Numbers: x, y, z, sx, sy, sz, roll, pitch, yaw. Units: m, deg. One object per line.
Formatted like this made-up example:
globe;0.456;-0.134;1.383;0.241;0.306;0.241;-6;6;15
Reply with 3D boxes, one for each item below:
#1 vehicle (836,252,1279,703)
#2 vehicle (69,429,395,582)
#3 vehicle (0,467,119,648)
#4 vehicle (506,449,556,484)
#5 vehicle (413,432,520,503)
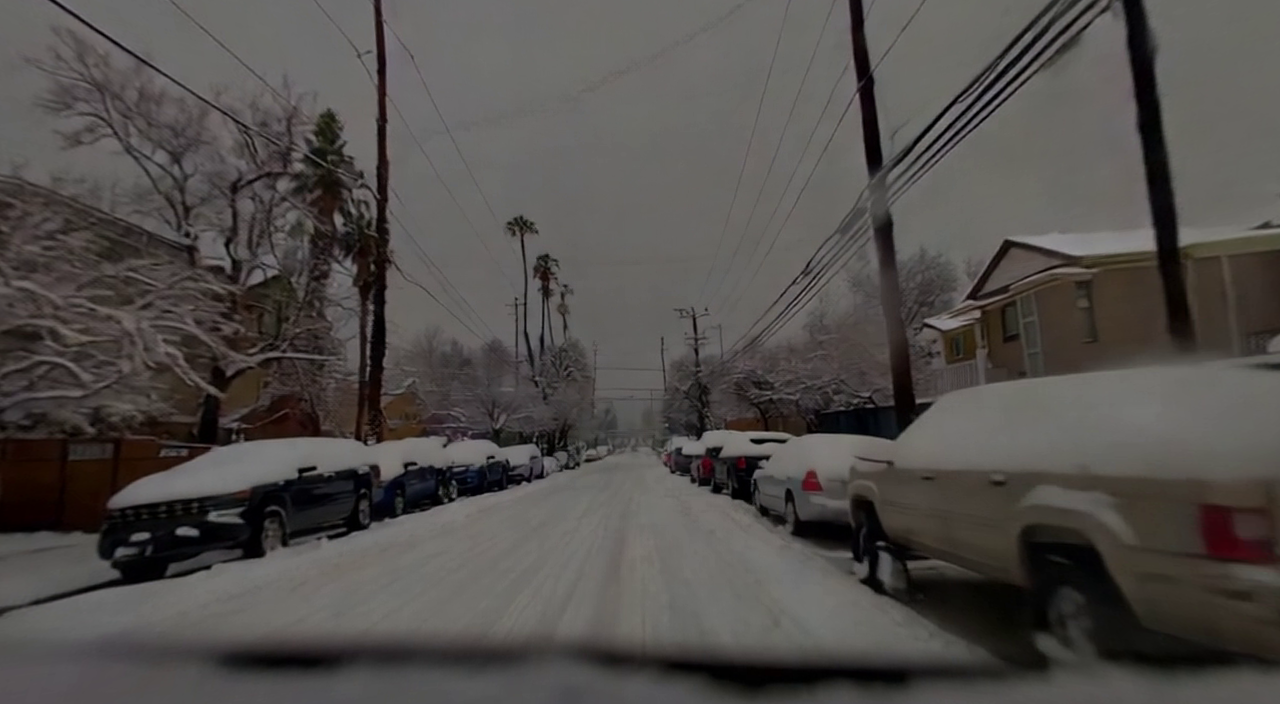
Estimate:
vehicle;3.091;0.968;3.938;2.182;1.964;4.796;0;-8;0
vehicle;-6.226;2.335;10.632;2.349;1.952;4.848;0;-8;-2
vehicle;-6.262;1.566;4.067;1.874;1.449;4.622;0;-8;-1
vehicle;-6.460;6.780;37.663;2.131;1.777;4.783;-3;-8;-1
vehicle;-6.138;4.143;23.230;2.281;2.248;5.873;0;-8;0
